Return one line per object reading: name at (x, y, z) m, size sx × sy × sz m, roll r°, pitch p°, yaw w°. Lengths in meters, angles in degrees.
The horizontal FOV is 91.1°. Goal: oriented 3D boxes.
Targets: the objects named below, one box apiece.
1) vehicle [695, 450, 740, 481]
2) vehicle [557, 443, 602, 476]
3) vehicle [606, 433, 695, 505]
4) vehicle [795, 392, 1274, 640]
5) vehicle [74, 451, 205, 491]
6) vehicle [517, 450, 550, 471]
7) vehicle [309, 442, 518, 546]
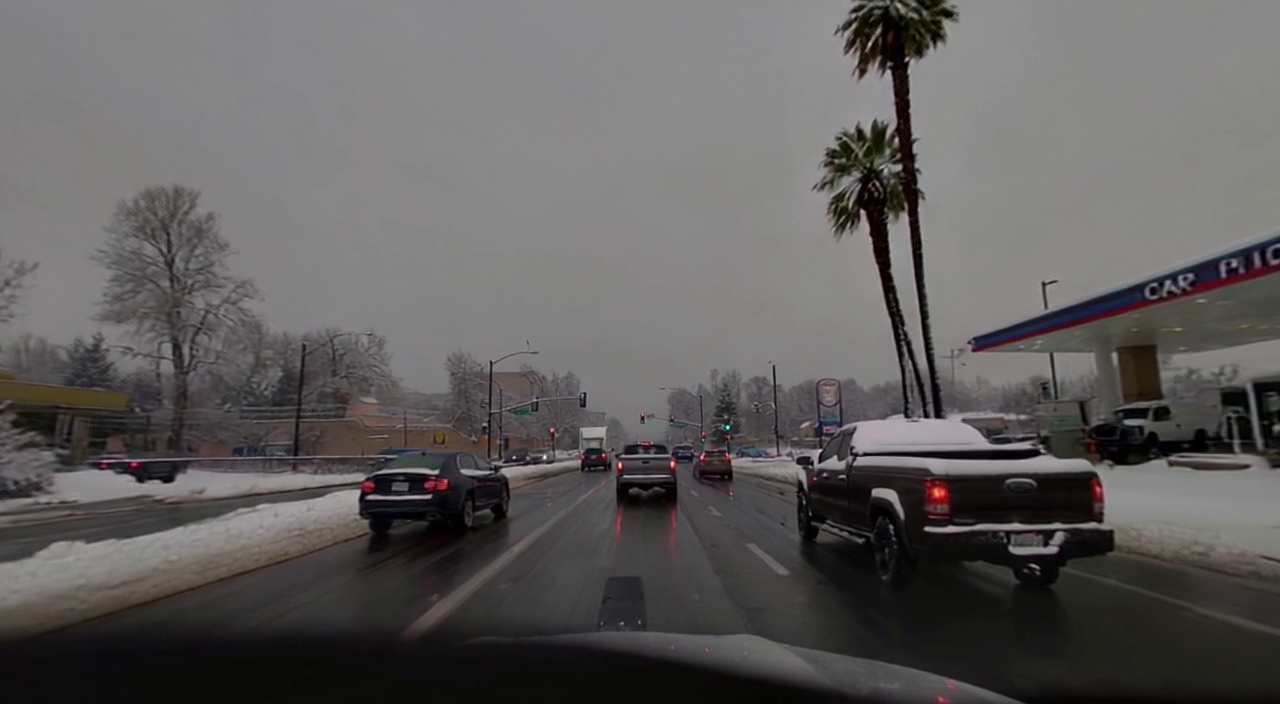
vehicle at (3.931, 5.815, 32.429) m, size 1.901 × 1.401 × 3.965 m, roll 0°, pitch -8°, yaw 1°
vehicle at (-3.461, 6.243, 36.844) m, size 2.071 × 1.811 × 4.605 m, roll 0°, pitch -8°, yaw 2°
vehicle at (0.305, 3.416, 18.979) m, size 2.295 × 1.835 × 5.471 m, roll 0°, pitch -8°, yaw 1°
vehicle at (3.612, 1.620, 7.488) m, size 2.120 × 1.828 × 5.531 m, roll 0°, pitch -8°, yaw 0°
vehicle at (-29.274, 6.937, 37.147) m, size 2.543 × 2.092 × 6.613 m, roll 0°, pitch -8°, yaw -3°
vehicle at (-8.333, 8.511, 49.531) m, size 1.921 × 1.489 × 4.250 m, roll 0°, pitch -8°, yaw -1°
vehicle at (-3.820, 2.454, 11.694) m, size 1.983 × 1.502 × 4.720 m, roll -1°, pitch -8°, yaw 2°
